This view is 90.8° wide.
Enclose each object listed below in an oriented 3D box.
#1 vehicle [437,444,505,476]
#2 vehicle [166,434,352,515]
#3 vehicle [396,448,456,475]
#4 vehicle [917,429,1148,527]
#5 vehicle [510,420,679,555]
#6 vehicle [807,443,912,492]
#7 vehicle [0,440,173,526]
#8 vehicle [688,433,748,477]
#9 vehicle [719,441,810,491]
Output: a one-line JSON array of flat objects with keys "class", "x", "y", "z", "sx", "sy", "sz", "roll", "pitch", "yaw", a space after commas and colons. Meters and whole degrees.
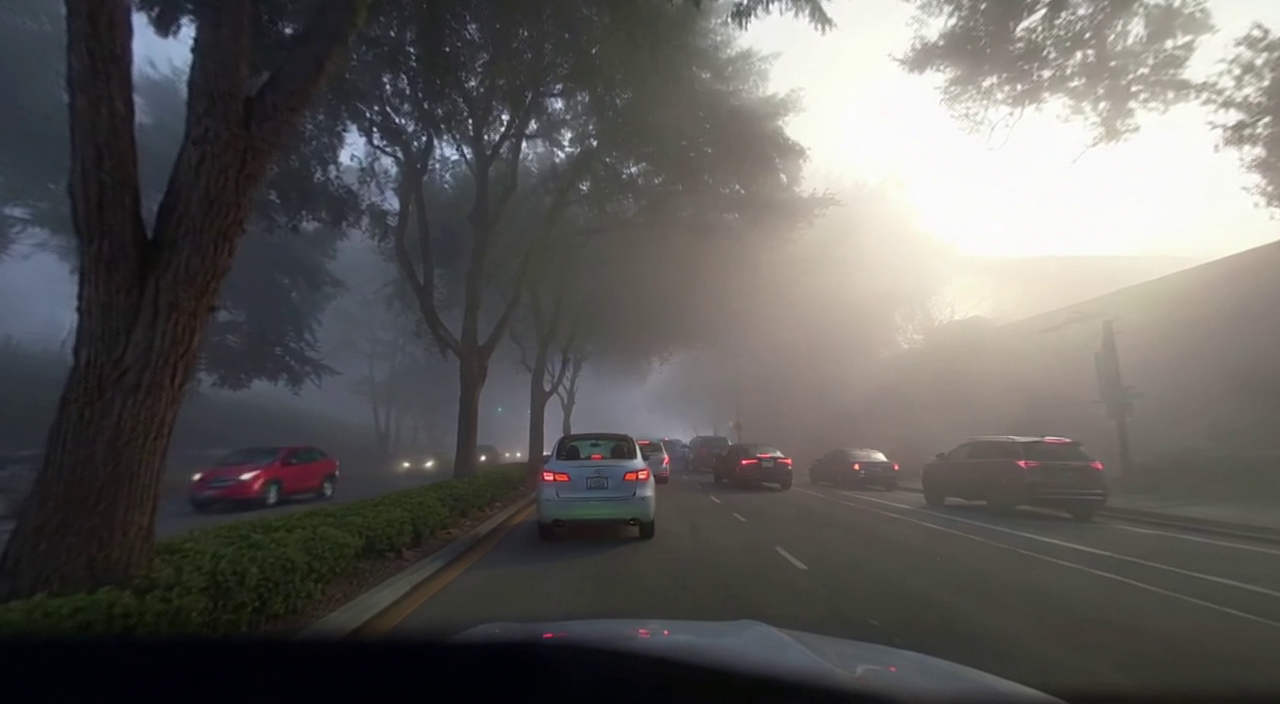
[{"class": "vehicle", "x": -8.254, "y": 5.313, "z": 31.337, "sx": 2.039, "sy": 1.466, "sz": 4.553, "roll": 0, "pitch": -8, "yaw": 1}, {"class": "vehicle", "x": -8.901, "y": 2.857, "z": 15.252, "sx": 1.920, "sy": 1.663, "sz": 4.036, "roll": 0, "pitch": -8, "yaw": 0}, {"class": "vehicle", "x": -11.912, "y": 6.110, "z": 35.475, "sx": 1.866, "sy": 1.404, "sz": 4.507, "roll": 0, "pitch": -8, "yaw": -1}, {"class": "vehicle", "x": 7.844, "y": 2.529, "z": 13.287, "sx": 2.168, "sy": 1.709, "sz": 4.289, "roll": 0, "pitch": -8, "yaw": 2}, {"class": "vehicle", "x": -0.694, "y": 1.968, "z": 9.837, "sx": 2.106, "sy": 1.655, "sz": 3.717, "roll": 1, "pitch": -8, "yaw": -4}, {"class": "vehicle", "x": 7.229, "y": 3.830, "z": 21.362, "sx": 1.977, "sy": 1.485, "sz": 4.308, "roll": 0, "pitch": -8, "yaw": 0}, {"class": "vehicle", "x": -13.769, "y": 2.949, "z": 14.815, "sx": 1.947, "sy": 1.703, "sz": 4.525, "roll": -1, "pitch": -8, "yaw": 3}, {"class": "vehicle", "x": 3.488, "y": 4.695, "z": 29.103, "sx": 2.114, "sy": 1.846, "sz": 4.659, "roll": 0, "pitch": -8, "yaw": -1}, {"class": "vehicle", "x": 3.981, "y": 3.723, "z": 21.048, "sx": 2.175, "sy": 1.477, "sz": 4.520, "roll": 0, "pitch": -8, "yaw": 1}]
